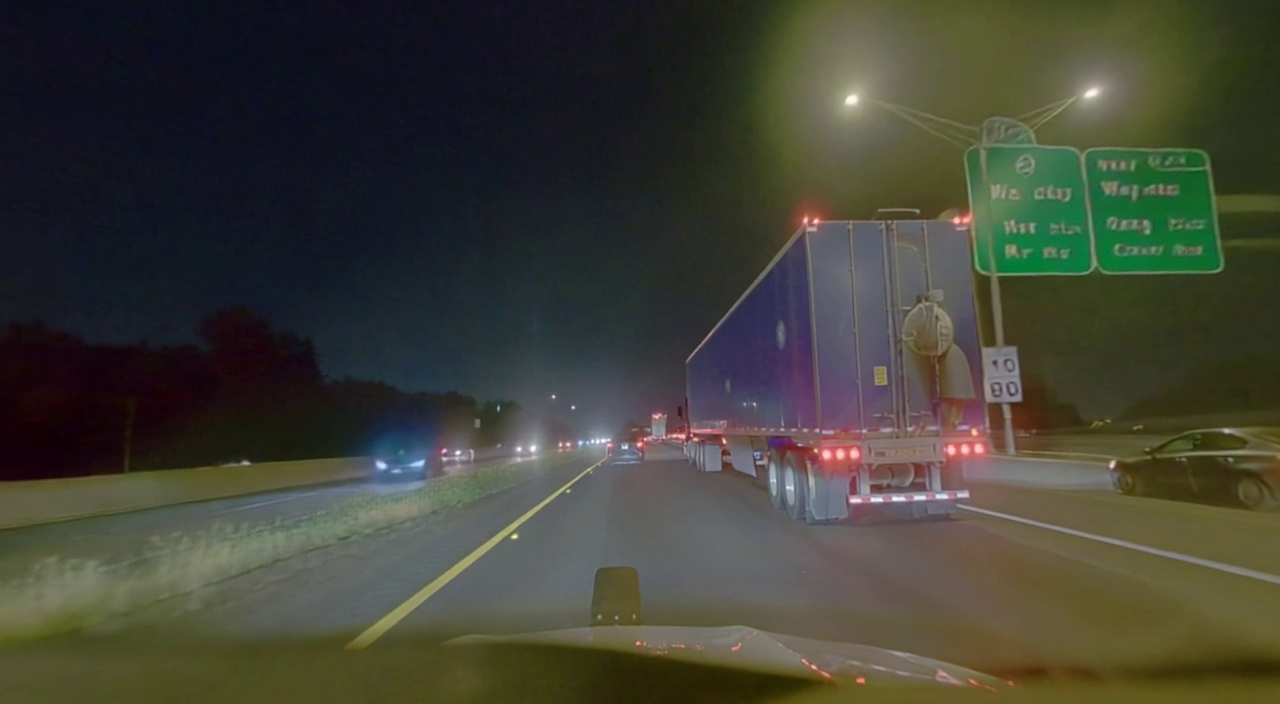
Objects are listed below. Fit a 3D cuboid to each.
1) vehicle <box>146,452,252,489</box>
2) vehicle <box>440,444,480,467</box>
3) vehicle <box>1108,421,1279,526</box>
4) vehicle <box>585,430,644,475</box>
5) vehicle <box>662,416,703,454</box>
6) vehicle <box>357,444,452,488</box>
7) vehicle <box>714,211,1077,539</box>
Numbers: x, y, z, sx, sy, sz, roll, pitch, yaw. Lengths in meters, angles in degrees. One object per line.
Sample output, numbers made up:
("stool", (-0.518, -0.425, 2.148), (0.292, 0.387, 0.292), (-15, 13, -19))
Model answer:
("vehicle", (-20.036, 5.370, 28.907), (1.880, 1.476, 4.282), (0, -8, -2))
("vehicle", (-13.164, 7.566, 46.343), (1.905, 1.541, 4.030), (0, -8, -3))
("vehicle", (9.841, 1.857, 9.982), (1.739, 1.471, 3.889), (0, -8, -2))
("vehicle", (-0.880, 3.677, 23.309), (2.000, 1.510, 3.518), (0, -8, 0))
("vehicle", (3.166, 6.319, 47.945), (2.475, 2.782, 4.986), (0, -8, -3))
("vehicle", (-8.898, 4.303, 24.304), (1.894, 1.483, 4.624), (0, -8, 0))
("vehicle", (3.512, 0.829, 12.091), (2.826, 3.905, 9.262), (0, -8, -1))
